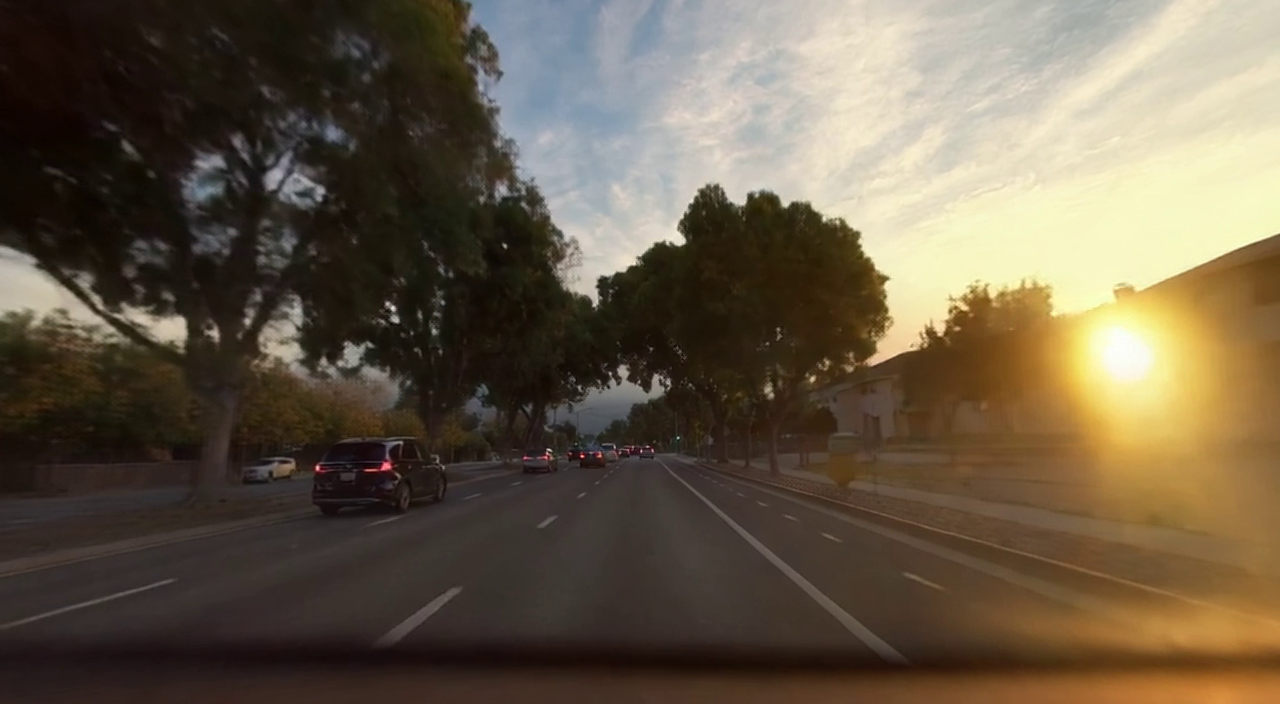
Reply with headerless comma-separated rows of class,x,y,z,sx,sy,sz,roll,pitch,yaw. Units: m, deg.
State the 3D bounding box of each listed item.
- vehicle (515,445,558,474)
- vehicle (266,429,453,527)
vehicle,-6.453,6.741,39.829,1.985,1.708,4.310,0,-9,0
vehicle,-5.789,2.639,13.763,2.123,1.761,4.322,0,-9,-1
